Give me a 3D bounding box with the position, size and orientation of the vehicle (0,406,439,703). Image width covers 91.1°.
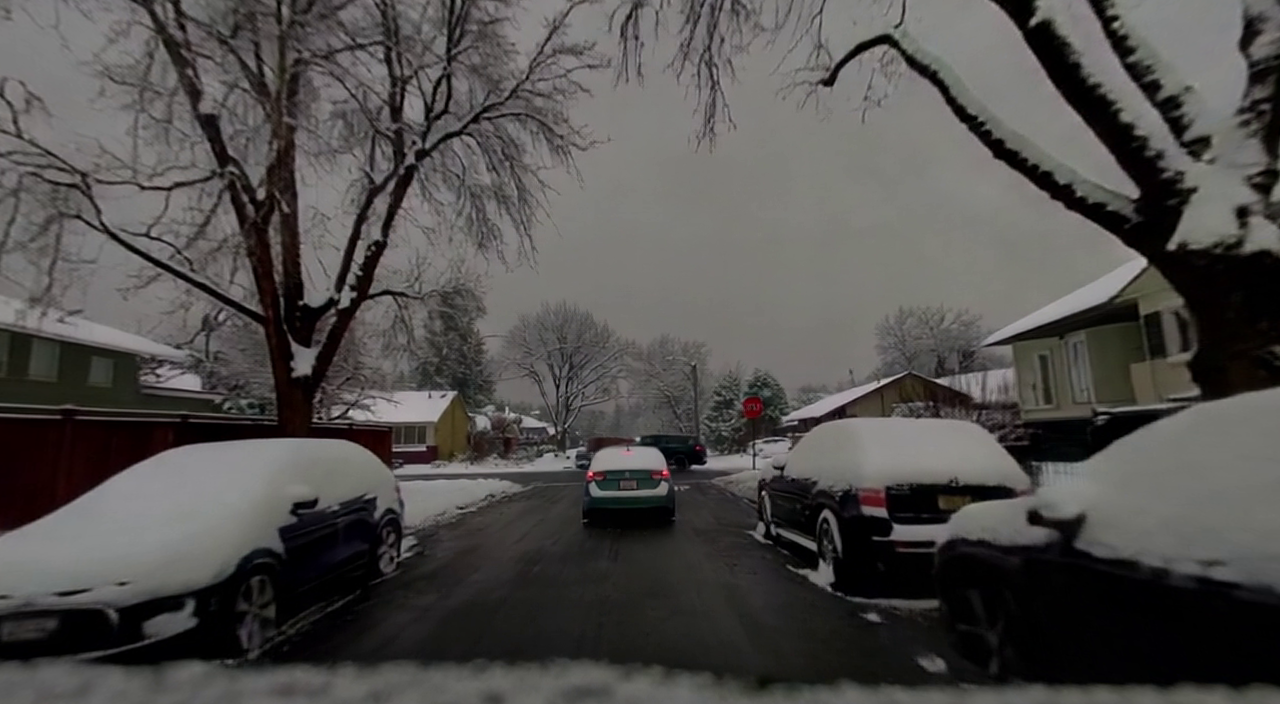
[{"bbox_3d":[-3.374,1.420,5.328,1.965,1.657,4.104,0,-8,0],"label":"vehicle"}]

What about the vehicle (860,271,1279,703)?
[{"bbox_3d":[2.497,0.688,1.626,2.136,1.650,4.837,0,-9,1],"label":"vehicle"}]

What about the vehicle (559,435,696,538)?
[{"bbox_3d":[-0.178,2.298,11.345,2.010,1.499,4.107,0,-9,0],"label":"vehicle"}]
